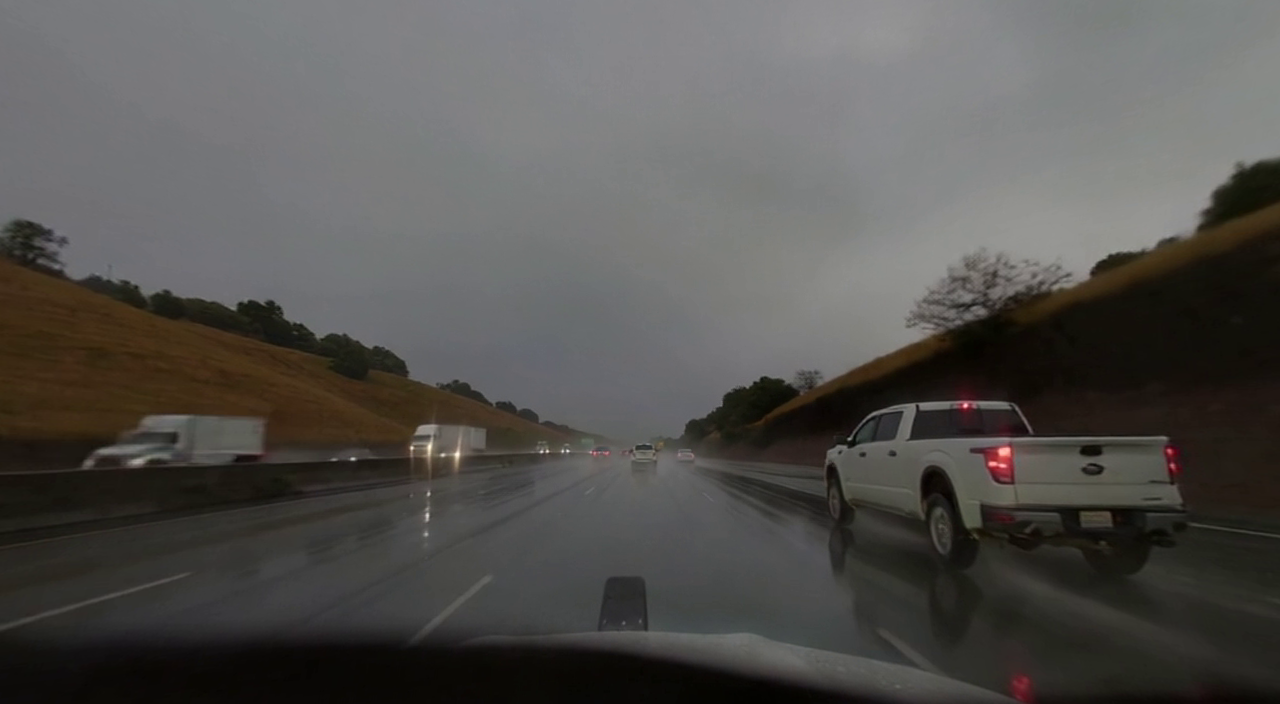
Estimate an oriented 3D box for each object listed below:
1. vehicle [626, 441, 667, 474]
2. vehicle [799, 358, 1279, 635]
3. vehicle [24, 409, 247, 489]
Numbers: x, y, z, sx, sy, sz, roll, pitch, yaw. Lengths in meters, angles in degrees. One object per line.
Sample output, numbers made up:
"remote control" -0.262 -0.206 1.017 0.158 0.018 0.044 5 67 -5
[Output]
"vehicle" 0.331 5.711 34.461 2.086 1.685 4.206 0 -8 0
"vehicle" 4.041 1.456 7.530 2.700 1.980 5.866 0 -8 0
"vehicle" -16.153 3.186 20.873 2.233 2.227 6.034 0 -8 1
